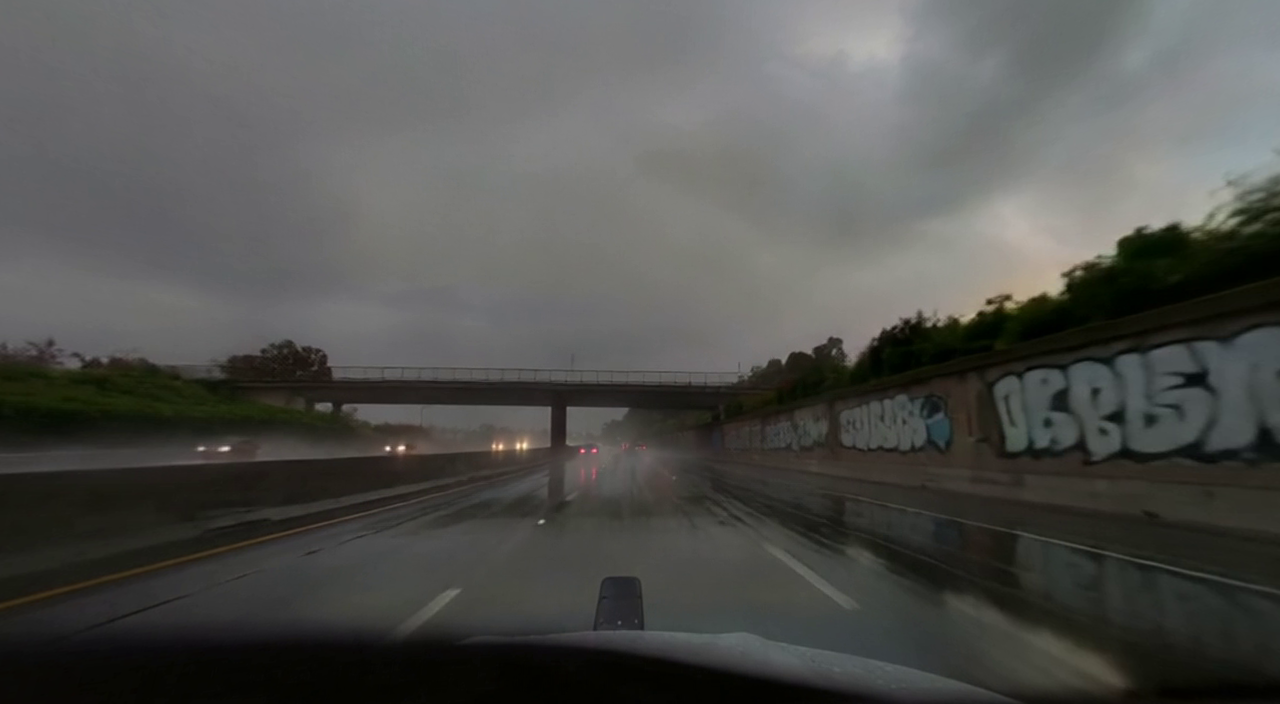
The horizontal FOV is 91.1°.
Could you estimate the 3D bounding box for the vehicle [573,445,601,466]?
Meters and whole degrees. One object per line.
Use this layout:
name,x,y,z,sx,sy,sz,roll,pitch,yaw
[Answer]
vehicle,-3.960,7.838,47.648,1.871,1.459,3.771,0,-9,-1
